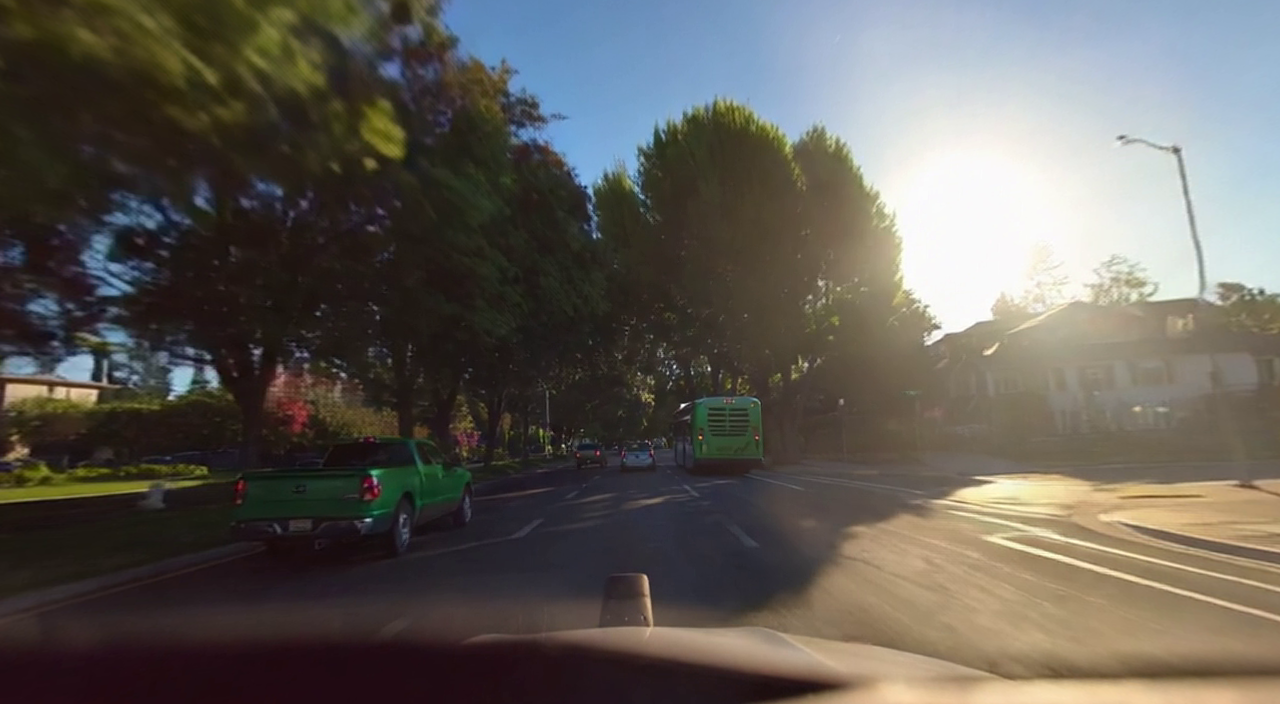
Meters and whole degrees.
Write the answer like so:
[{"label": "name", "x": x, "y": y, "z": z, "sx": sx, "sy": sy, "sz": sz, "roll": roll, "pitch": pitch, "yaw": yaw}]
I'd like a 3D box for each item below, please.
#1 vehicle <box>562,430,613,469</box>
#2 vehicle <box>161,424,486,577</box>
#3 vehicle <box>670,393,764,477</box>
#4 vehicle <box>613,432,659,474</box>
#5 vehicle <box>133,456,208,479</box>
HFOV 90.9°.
[{"label": "vehicle", "x": -2.949, "y": 5.718, "z": 36.955, "sx": 2.513, "sy": 2.066, "sz": 5.820, "roll": -1, "pitch": -8, "yaw": 0}, {"label": "vehicle", "x": -3.825, "y": 1.874, "z": 8.811, "sx": 2.109, "sy": 1.543, "sz": 4.535, "roll": -1, "pitch": -8, "yaw": 1}, {"label": "vehicle", "x": 3.303, "y": 4.170, "z": 31.070, "sx": 3.059, "sy": 3.264, "sz": 12.623, "roll": -1, "pitch": -8, "yaw": 0}, {"label": "vehicle", "x": -0.158, "y": 4.923, "z": 30.885, "sx": 2.074, "sy": 1.849, "sz": 5.137, "roll": -1, "pitch": -8, "yaw": 1}, {"label": "vehicle", "x": -33.831, "y": 8.300, "z": 45.614, "sx": 1.745, "sy": 1.441, "sz": 4.693, "roll": -1, "pitch": -8, "yaw": 1}]
